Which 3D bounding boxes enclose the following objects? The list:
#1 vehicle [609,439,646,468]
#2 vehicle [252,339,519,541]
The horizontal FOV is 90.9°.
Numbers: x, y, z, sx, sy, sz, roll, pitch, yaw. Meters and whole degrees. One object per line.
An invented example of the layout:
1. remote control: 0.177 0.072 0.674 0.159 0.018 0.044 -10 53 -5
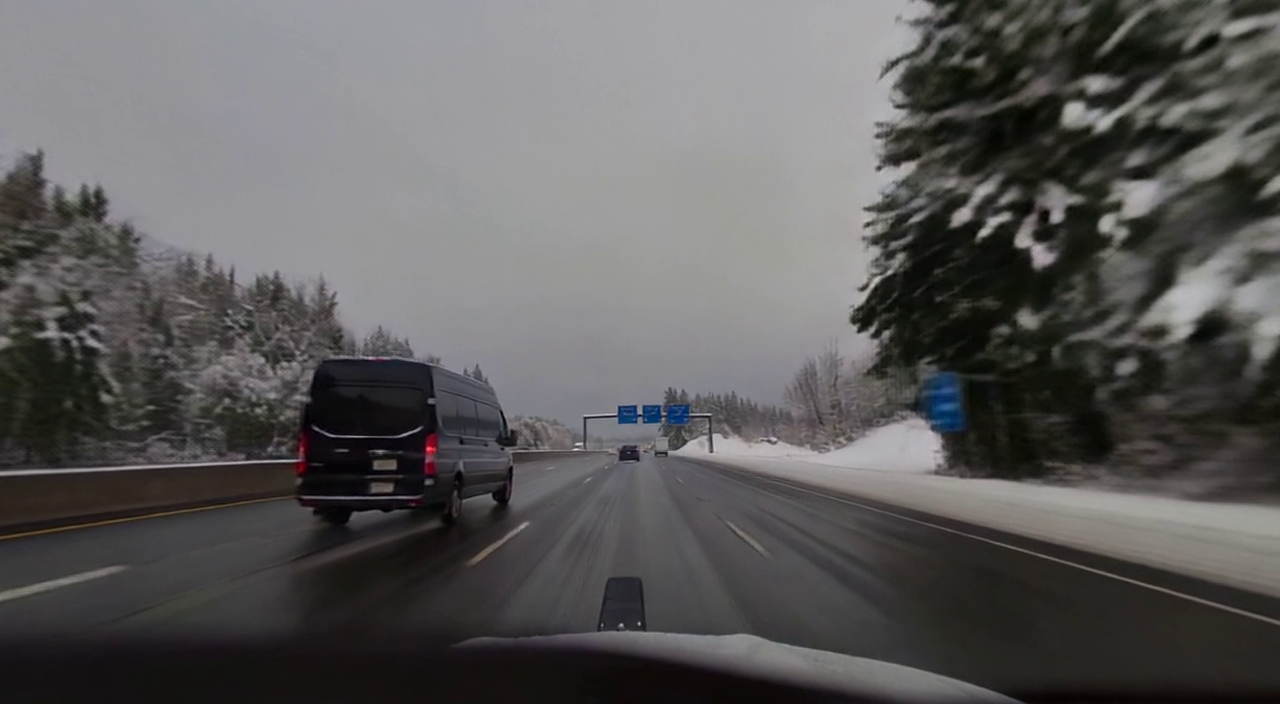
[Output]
1. vehicle: -0.714 6.340 39.499 2.183 1.662 3.968 0 -9 1
2. vehicle: -4.016 1.626 11.614 2.382 2.736 5.982 0 -9 0
